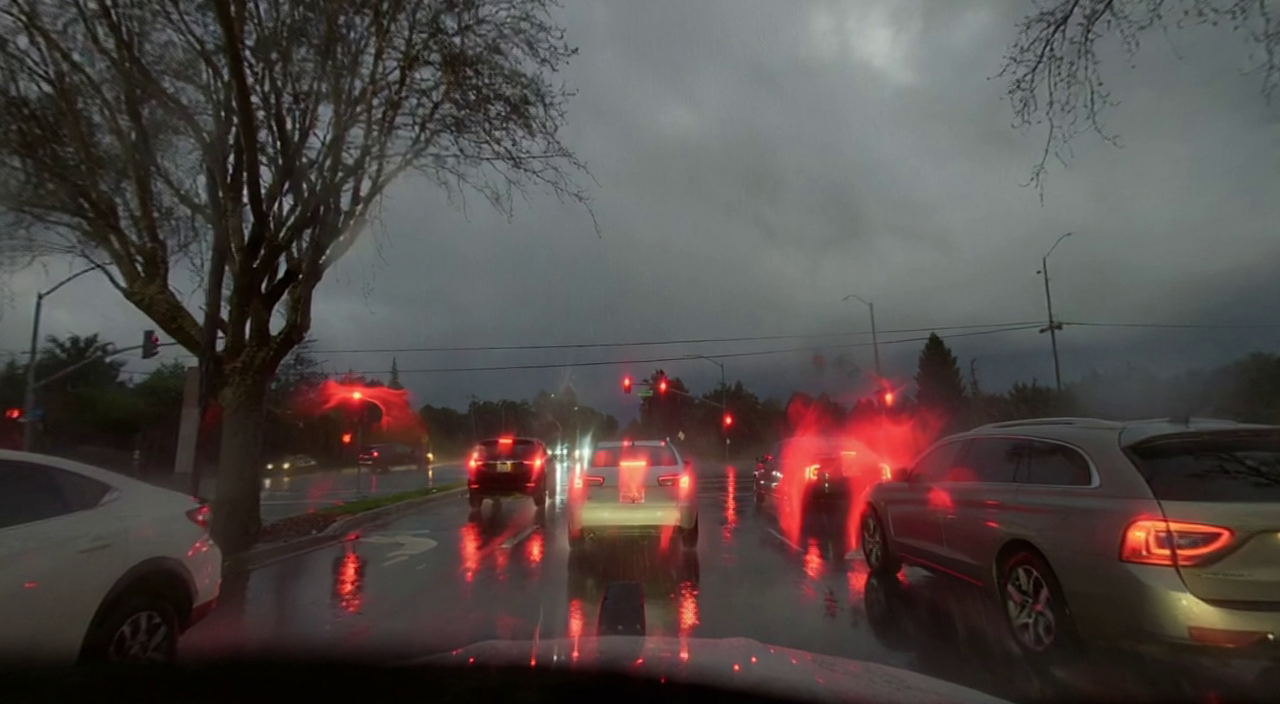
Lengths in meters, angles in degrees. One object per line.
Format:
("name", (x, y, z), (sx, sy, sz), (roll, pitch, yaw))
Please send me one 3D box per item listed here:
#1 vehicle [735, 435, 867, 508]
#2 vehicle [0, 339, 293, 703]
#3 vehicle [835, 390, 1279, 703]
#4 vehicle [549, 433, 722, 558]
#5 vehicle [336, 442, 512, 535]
("vehicle", (3.649, 2.778, 15.242), (1.922, 1.472, 4.440), (0, -8, -1))
("vehicle", (-3.665, 0.831, 2.538), (2.047, 1.764, 4.369), (0, -8, 0))
("vehicle", (3.388, 1.305, 5.415), (1.933, 1.564, 4.600), (0, -8, 0))
("vehicle", (-0.073, 2.009, 9.602), (2.061, 1.470, 3.970), (0, -8, 0))
("vehicle", (-3.911, 2.505, 12.336), (1.919, 1.459, 4.371), (0, -8, 0))
